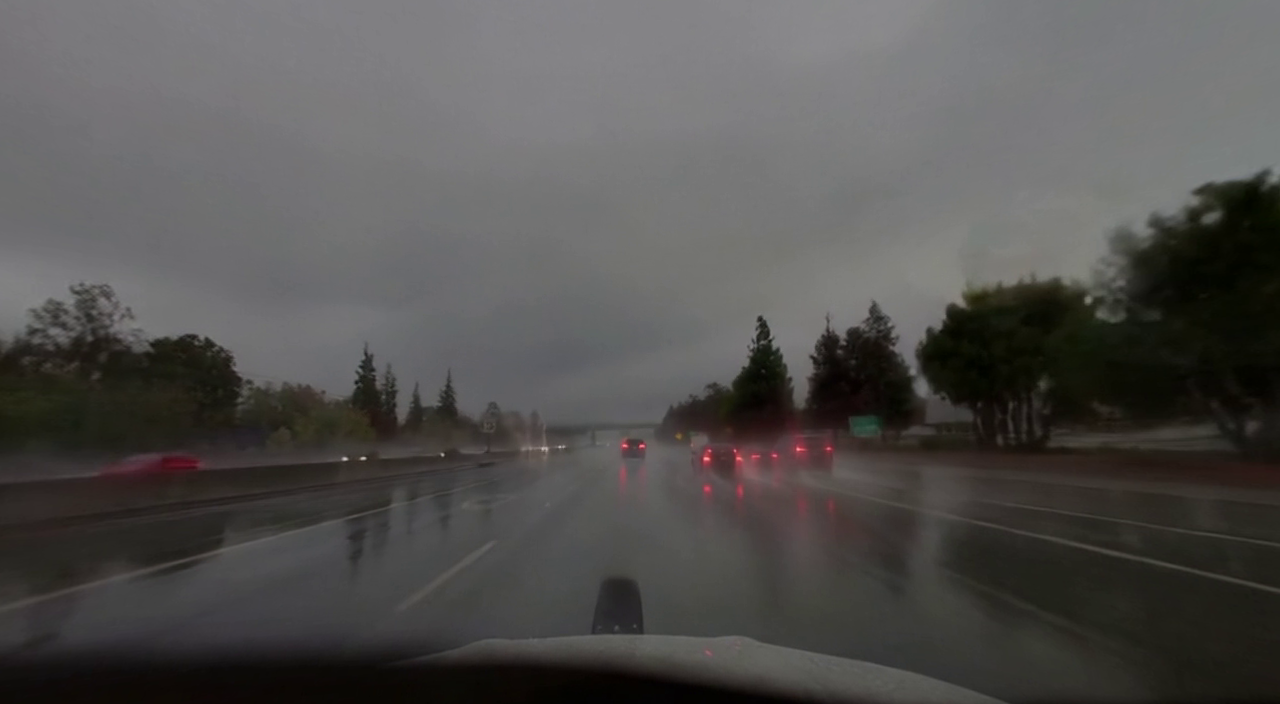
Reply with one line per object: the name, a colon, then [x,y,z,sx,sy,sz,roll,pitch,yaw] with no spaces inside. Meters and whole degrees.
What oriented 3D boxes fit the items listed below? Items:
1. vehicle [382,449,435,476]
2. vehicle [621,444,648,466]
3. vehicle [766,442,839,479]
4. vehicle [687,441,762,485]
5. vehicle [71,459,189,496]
vehicle: [-16.142,7.687,44.313,1.941,1.673,5.093,1,-8,-2]
vehicle: [-0.474,7.944,48.942,2.029,1.595,4.207,0,-9,-2]
vehicle: [7.076,4.782,28.069,1.946,1.497,4.467,0,-9,-2]
vehicle: [3.082,4.157,24.032,2.076,1.472,4.562,0,-9,-2]
vehicle: [-23.263,5.702,29.059,1.792,1.469,4.427,0,-9,-1]
